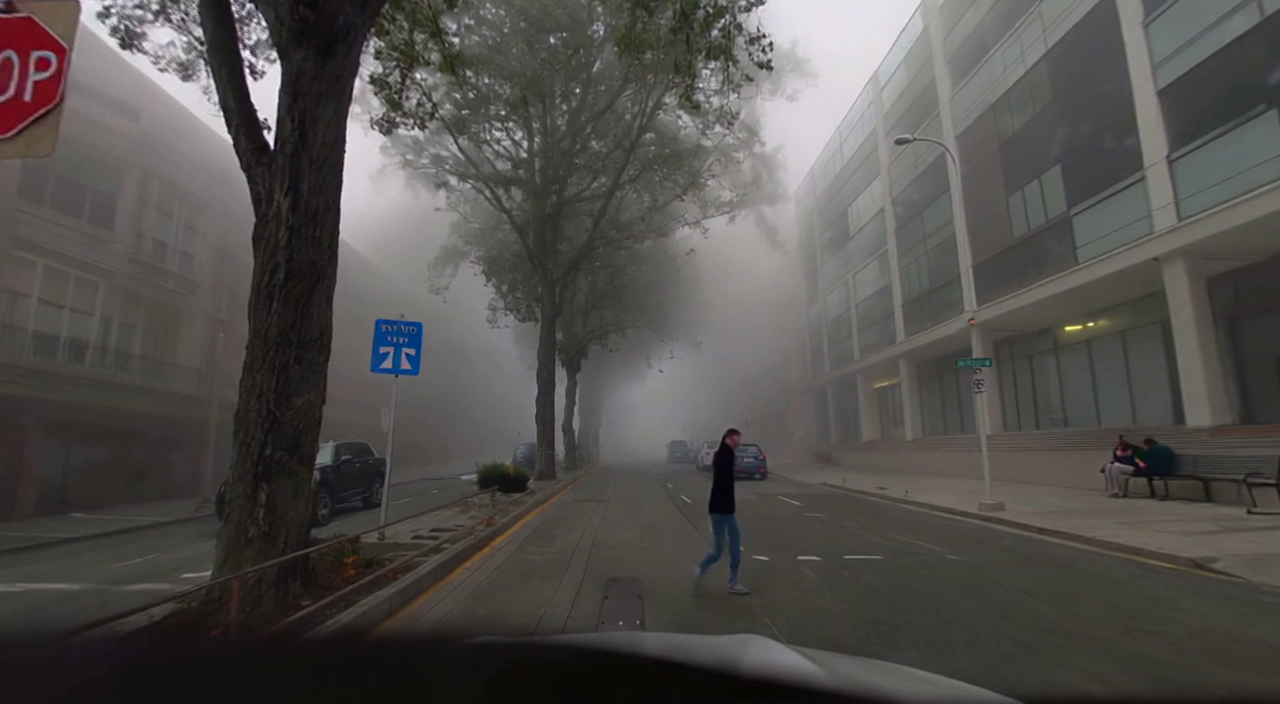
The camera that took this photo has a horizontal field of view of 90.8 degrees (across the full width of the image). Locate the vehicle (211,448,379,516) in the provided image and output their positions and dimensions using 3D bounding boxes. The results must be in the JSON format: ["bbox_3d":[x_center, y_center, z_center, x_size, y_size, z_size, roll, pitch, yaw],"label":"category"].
[{"bbox_3d":[-8.795,3.307,16.649,2.007,1.503,4.343,0,-8,-1],"label":"vehicle"}]

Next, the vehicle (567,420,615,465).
[{"bbox_3d":[-3.008,5.763,40.226,2.317,2.596,6.053,0,-8,3],"label":"vehicle"}]

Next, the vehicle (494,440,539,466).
[{"bbox_3d":[-8.853,7.267,45.729,2.256,1.802,4.333,0,-8,2],"label":"vehicle"}]

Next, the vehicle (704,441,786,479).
[{"bbox_3d":[4.584,4.569,27.104,1.858,1.491,4.329,-5,-10,33],"label":"vehicle"}]
